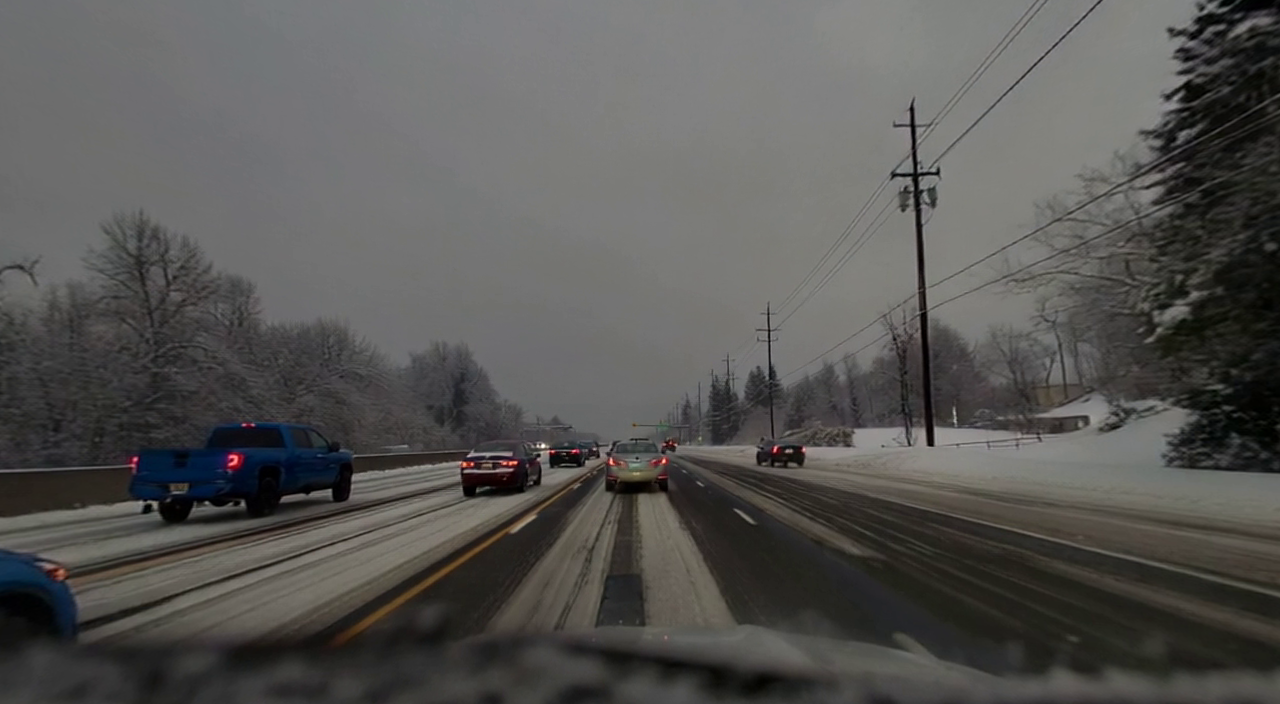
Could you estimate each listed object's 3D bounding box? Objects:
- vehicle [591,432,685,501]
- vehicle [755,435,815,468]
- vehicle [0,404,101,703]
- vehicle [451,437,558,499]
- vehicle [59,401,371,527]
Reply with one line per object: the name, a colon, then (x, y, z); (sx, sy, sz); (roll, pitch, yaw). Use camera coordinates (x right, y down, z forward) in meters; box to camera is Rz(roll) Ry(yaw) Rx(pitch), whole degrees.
vehicle: (-0.087, 2.888, 16.398); (2.102, 1.499, 4.439); (0, -8, -1)
vehicle: (8.111, 5.623, 35.861); (2.205, 1.701, 4.601); (0, -8, -2)
vehicle: (-3.830, 0.712, 0.954); (1.955, 1.481, 4.604); (0, -8, 0)
vehicle: (-3.454, 3.026, 16.935); (1.899, 1.437, 4.131); (0, -8, 1)
vehicle: (-7.786, 2.140, 12.631); (2.194, 1.922, 5.637); (0, -8, 2)
